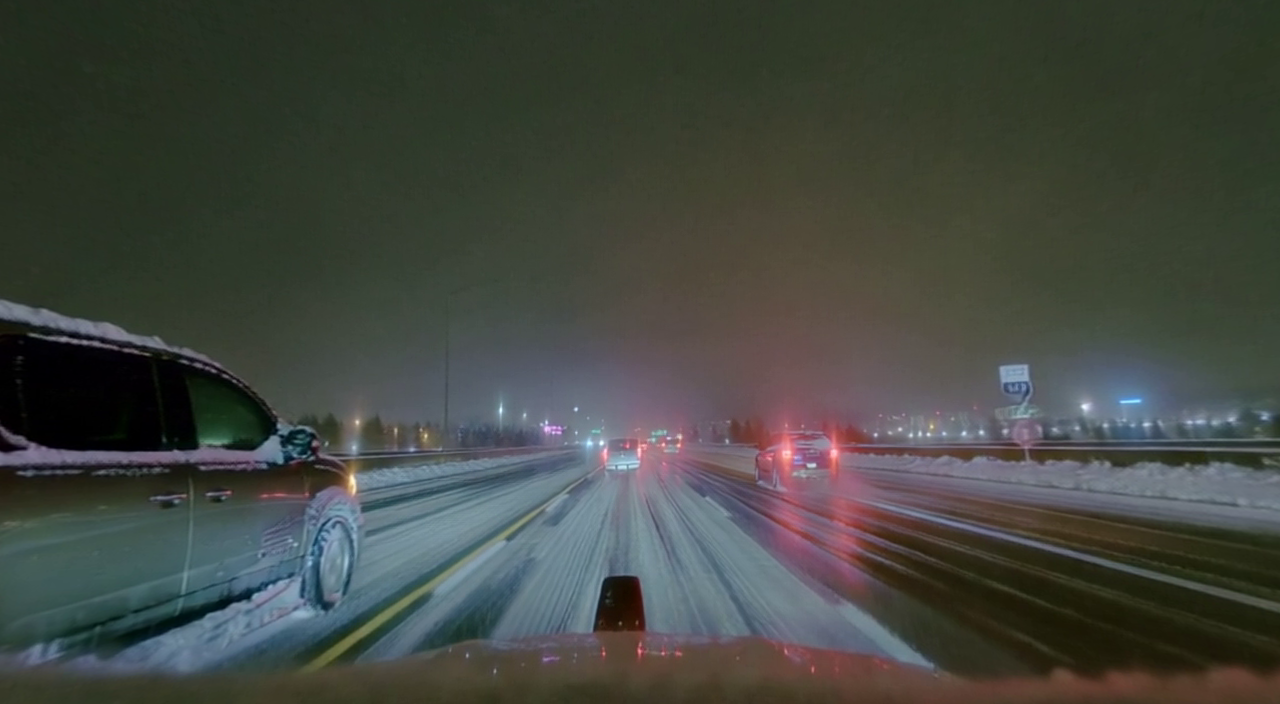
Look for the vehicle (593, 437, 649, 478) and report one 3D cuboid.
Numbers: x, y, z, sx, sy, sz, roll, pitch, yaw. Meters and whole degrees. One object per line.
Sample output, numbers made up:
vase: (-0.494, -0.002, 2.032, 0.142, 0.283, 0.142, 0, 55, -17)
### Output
vehicle: (-0.741, 4.365, 26.325, 2.147, 1.576, 3.964, 0, -8, 0)
